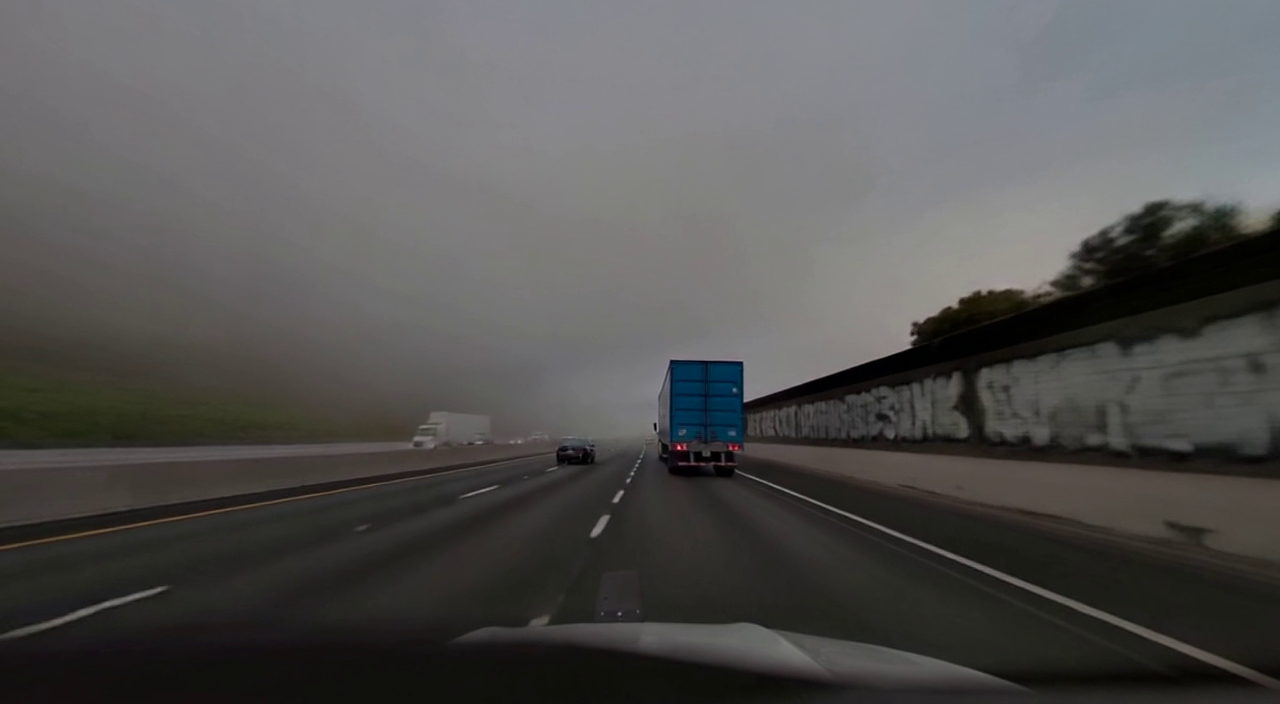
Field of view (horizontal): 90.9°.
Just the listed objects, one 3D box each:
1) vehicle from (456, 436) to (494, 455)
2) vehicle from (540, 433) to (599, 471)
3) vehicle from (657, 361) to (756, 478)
[{"bbox_3d":[-12.891,7.296,49.513,1.812,1.402,4.019,0,-8,1],"label":"vehicle"},{"bbox_3d":[-3.084,4.455,28.430,1.982,1.535,4.519,0,-8,2],"label":"vehicle"},{"bbox_3d":[2.280,2.886,25.778,2.921,3.765,10.773,0,-8,0],"label":"vehicle"}]
